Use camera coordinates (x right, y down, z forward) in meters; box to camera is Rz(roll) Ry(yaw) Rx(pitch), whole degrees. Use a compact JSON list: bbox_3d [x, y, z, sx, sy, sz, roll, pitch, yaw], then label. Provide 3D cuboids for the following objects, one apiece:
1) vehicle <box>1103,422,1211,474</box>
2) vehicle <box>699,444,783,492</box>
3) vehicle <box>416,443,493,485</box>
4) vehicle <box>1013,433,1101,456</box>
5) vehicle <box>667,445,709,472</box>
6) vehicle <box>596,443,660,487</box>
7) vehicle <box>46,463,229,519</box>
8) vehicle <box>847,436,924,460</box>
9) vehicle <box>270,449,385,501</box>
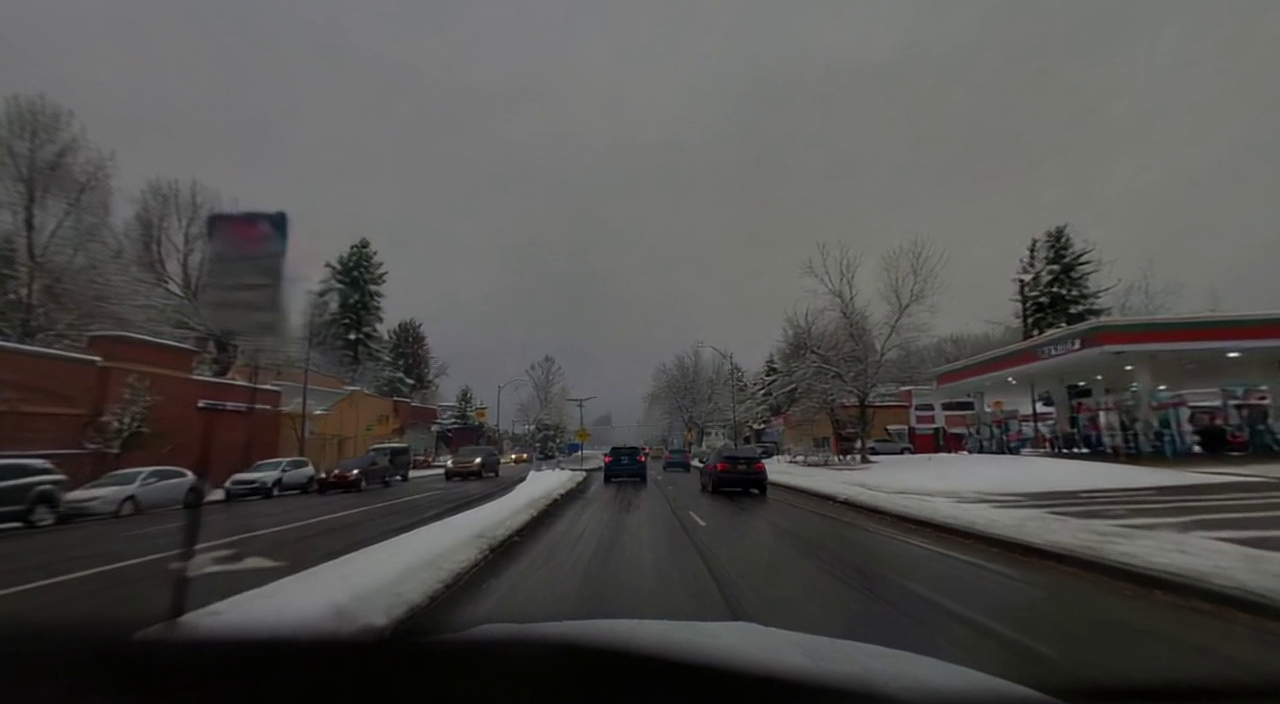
[{"bbox_3d":[18.568,3.483,22.995,1.937,1.691,4.746,-5,-10,26],"label":"vehicle"},{"bbox_3d":[3.314,3.902,21.660,2.060,1.471,4.168,0,-9,-2],"label":"vehicle"},{"bbox_3d":[-8.443,5.127,29.238,2.273,1.748,4.379,0,-9,-1],"label":"vehicle"},{"bbox_3d":[27.774,6.191,42.220,4.478,1.450,1.968,0,-8,-4],"label":"vehicle"},{"bbox_3d":[2.804,6.296,37.602,2.098,1.527,3.966,0,-9,-1],"label":"vehicle"},{"bbox_3d":[-0.463,4.301,24.462,2.232,1.508,4.319,0,-9,-1],"label":"vehicle"},{"bbox_3d":[-15.566,4.295,20.027,1.871,1.452,4.579,-1,-9,3],"label":"vehicle"},{"bbox_3d":[18.944,7.436,49.046,4.948,1.733,2.296,0,-9,-2],"label":"vehicle"},{"bbox_3d":[-11.175,4.397,23.039,1.997,1.677,4.327,0,-9,-1],"label":"vehicle"}]
